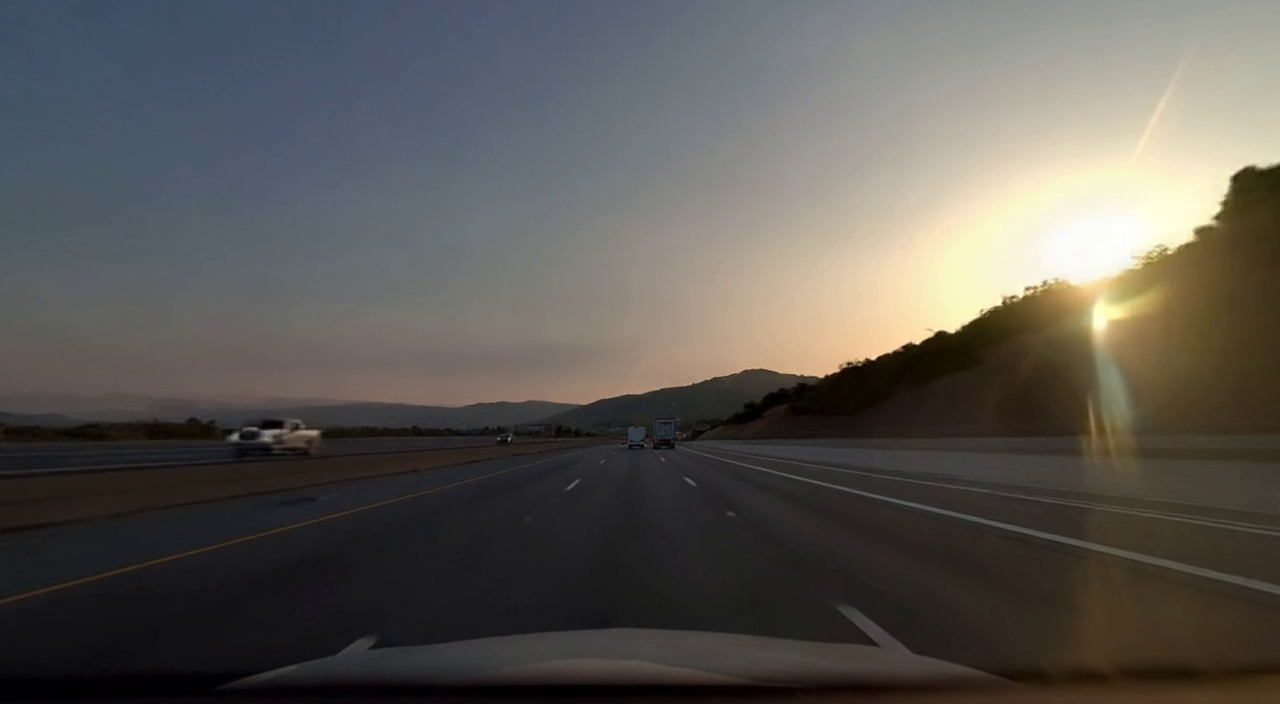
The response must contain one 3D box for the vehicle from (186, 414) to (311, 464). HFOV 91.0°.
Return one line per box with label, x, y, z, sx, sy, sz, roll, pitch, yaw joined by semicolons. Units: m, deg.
vehicle;-16.342;3.686;26.693;2.101;1.902;4.985;-1;-8;0
